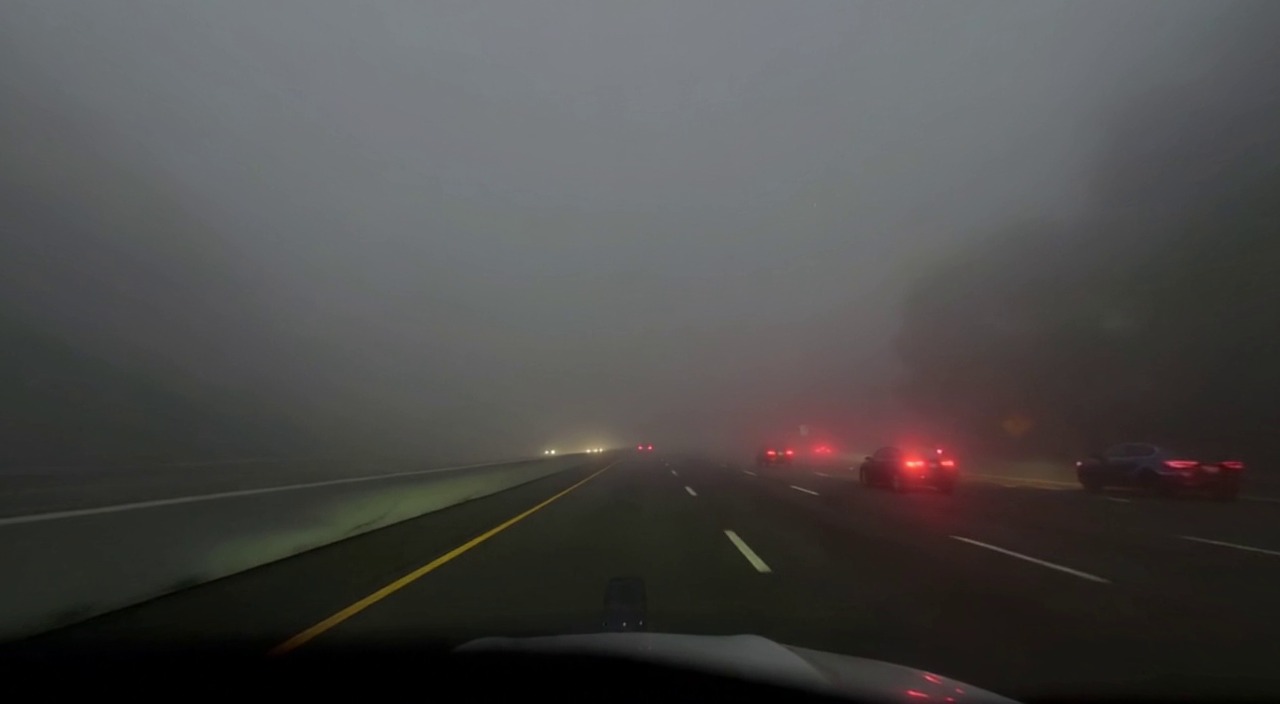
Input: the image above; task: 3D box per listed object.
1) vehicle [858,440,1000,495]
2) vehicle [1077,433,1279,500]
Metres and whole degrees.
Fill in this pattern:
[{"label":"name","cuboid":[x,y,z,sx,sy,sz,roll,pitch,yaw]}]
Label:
[{"label":"vehicle","cuboid":[8.883,3.577,19.972,2.093,1.525,4.865,0,-9,-1]},{"label":"vehicle","cuboid":[15.376,3.231,18.226,2.116,1.674,4.566,0,-9,-1]}]
